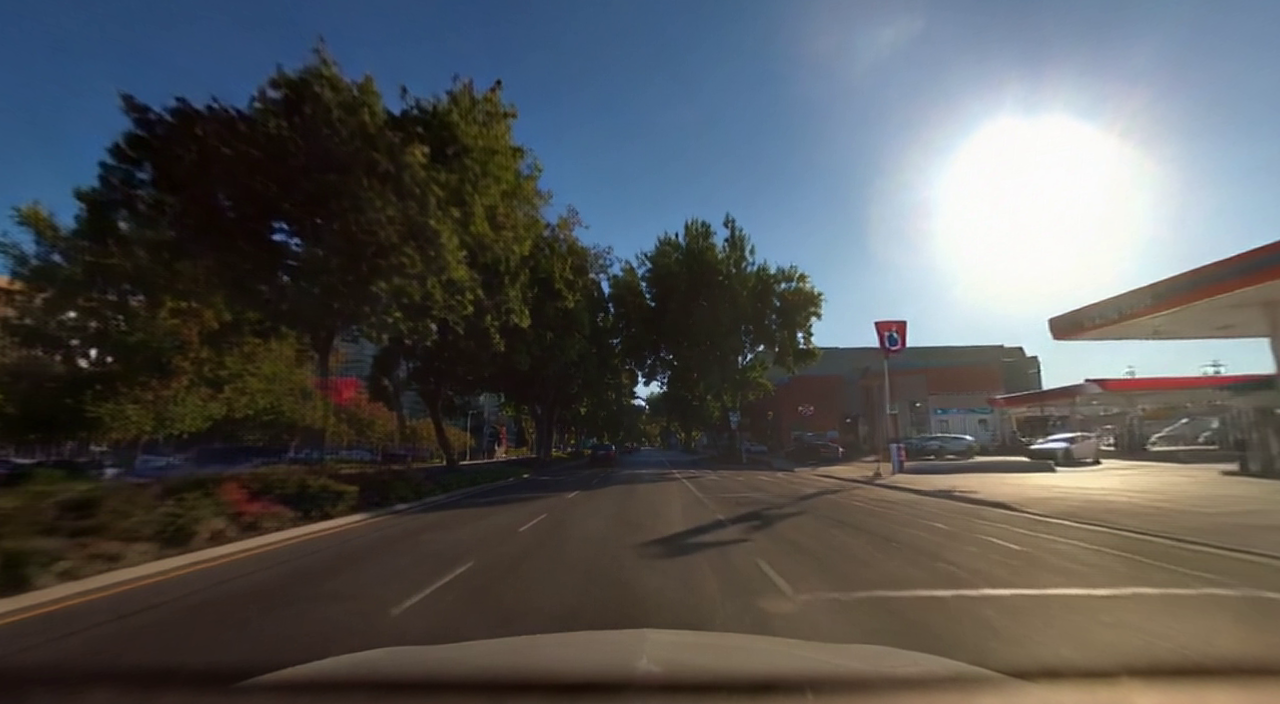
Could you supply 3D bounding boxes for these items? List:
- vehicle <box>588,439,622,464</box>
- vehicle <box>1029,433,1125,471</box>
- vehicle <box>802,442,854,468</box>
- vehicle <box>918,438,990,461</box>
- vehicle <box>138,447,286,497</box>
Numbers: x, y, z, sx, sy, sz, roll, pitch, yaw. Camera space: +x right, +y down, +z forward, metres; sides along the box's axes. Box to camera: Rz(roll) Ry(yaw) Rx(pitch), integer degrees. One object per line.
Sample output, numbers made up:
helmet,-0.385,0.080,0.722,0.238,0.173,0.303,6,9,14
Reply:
vehicle,-2.561,7.496,47.585,2.196,1.801,4.542,0,-8,1
vehicle,21.424,4.861,30.871,4.484,1.697,1.959,5,-10,-30
vehicle,11.860,6.479,39.973,1.967,1.500,4.353,-1,-8,1
vehicle,21.518,6.635,43.100,4.674,1.471,1.954,4,-10,-28
vehicle,-14.962,4.182,22.444,1.894,1.574,4.655,-1,-8,2
